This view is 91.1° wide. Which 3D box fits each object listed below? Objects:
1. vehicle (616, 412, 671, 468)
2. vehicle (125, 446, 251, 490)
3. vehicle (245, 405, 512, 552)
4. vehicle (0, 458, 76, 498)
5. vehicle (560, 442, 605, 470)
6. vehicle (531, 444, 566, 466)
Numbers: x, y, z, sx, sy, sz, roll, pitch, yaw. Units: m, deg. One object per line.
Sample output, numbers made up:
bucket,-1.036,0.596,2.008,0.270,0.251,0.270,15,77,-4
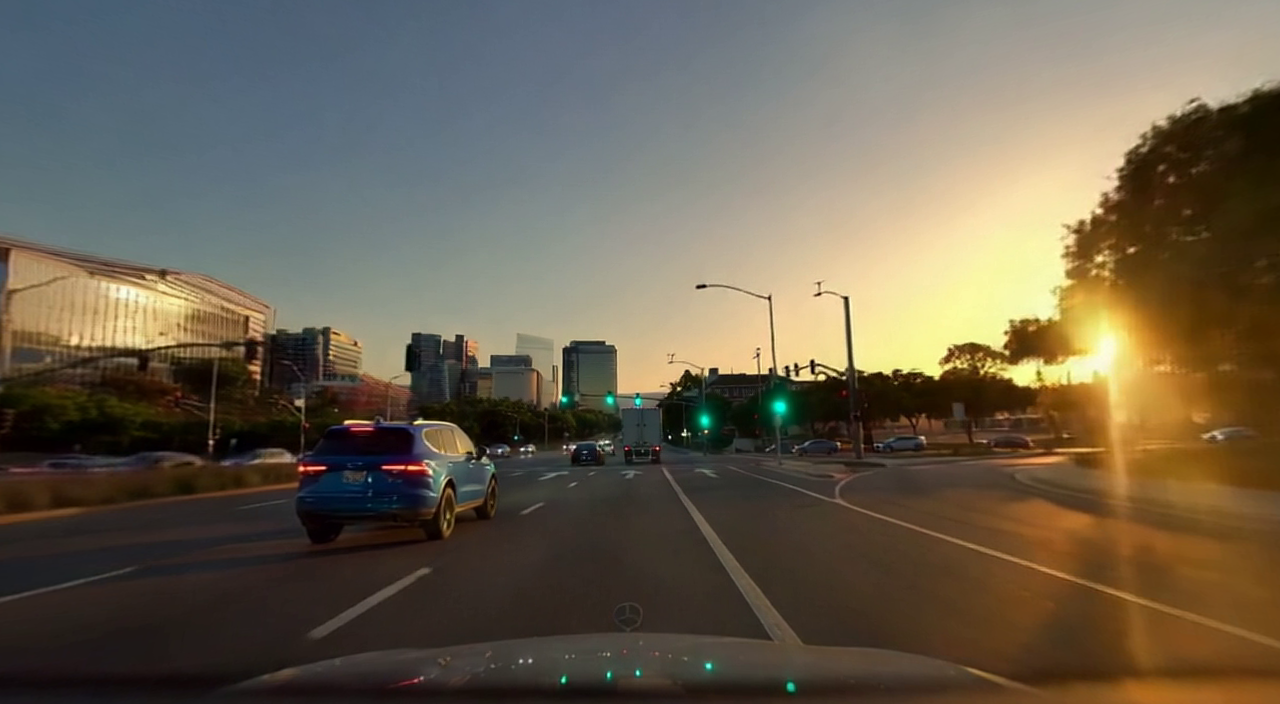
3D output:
vehicle,0.256,5.289,37.570,2.993,3.051,6.692,0,-9,1
vehicle,-18.317,4.686,25.738,1.963,1.643,4.221,0,-9,1
vehicle,-3.791,1.956,10.408,2.178,1.826,4.933,0,-9,2
vehicle,-28.863,5.705,28.558,2.028,1.652,4.607,0,-9,1
vehicle,-3.154,5.832,35.422,2.023,1.483,4.143,0,-9,2
vehicle,-6.660,7.537,46.144,1.933,1.477,4.119,0,-9,1
